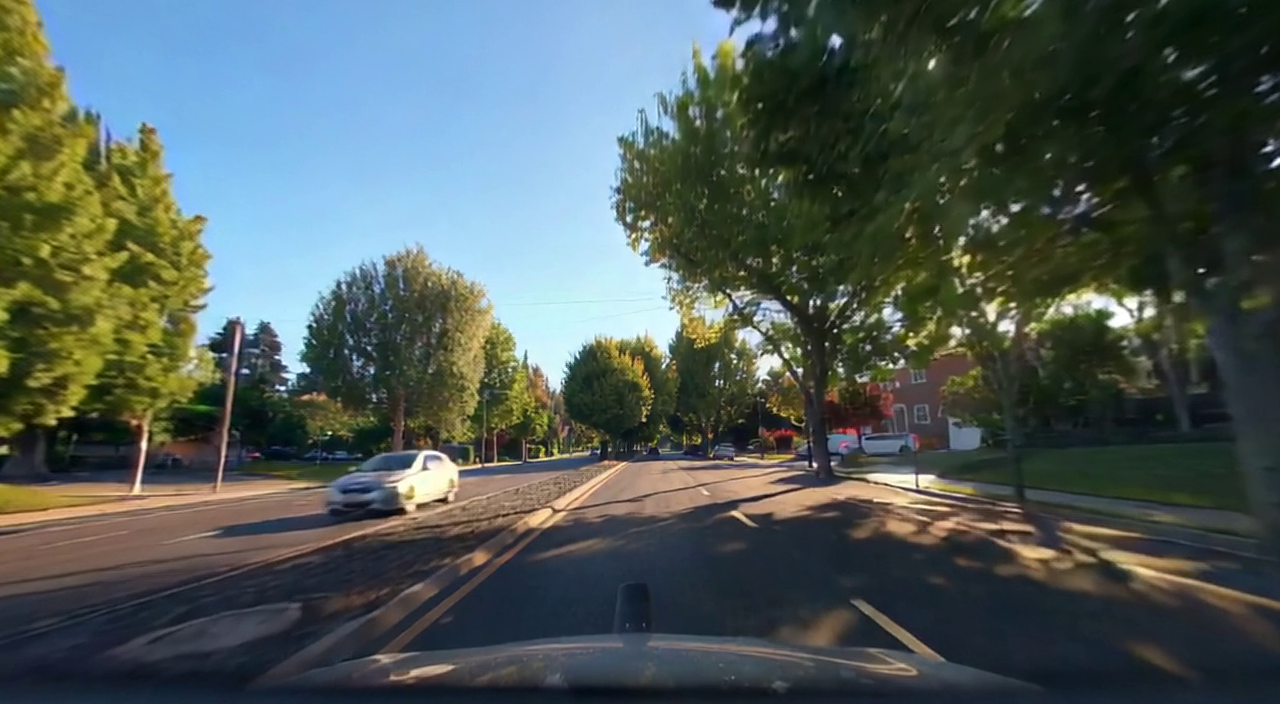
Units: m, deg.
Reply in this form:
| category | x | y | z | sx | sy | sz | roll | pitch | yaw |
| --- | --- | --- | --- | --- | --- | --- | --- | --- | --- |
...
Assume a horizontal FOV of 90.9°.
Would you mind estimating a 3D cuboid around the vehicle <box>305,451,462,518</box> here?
| category | x | y | z | sx | sy | sz | roll | pitch | yaw |
| --- | --- | --- | --- | --- | --- | --- | --- | --- | --- |
| vehicle | -6.543 | 3.397 | 16.787 | 2.188 | 1.478 | 4.567 | 0 | -8 | 1 |

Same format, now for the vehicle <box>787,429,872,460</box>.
| category | x | y | z | sx | sy | sz | roll | pitch | yaw |
| --- | --- | --- | --- | --- | --- | --- | --- | --- | --- |
| vehicle | 14.875 | 7.300 | 49.828 | 5.886 | 2.000 | 2.372 | -4 | -8 | 5 |
